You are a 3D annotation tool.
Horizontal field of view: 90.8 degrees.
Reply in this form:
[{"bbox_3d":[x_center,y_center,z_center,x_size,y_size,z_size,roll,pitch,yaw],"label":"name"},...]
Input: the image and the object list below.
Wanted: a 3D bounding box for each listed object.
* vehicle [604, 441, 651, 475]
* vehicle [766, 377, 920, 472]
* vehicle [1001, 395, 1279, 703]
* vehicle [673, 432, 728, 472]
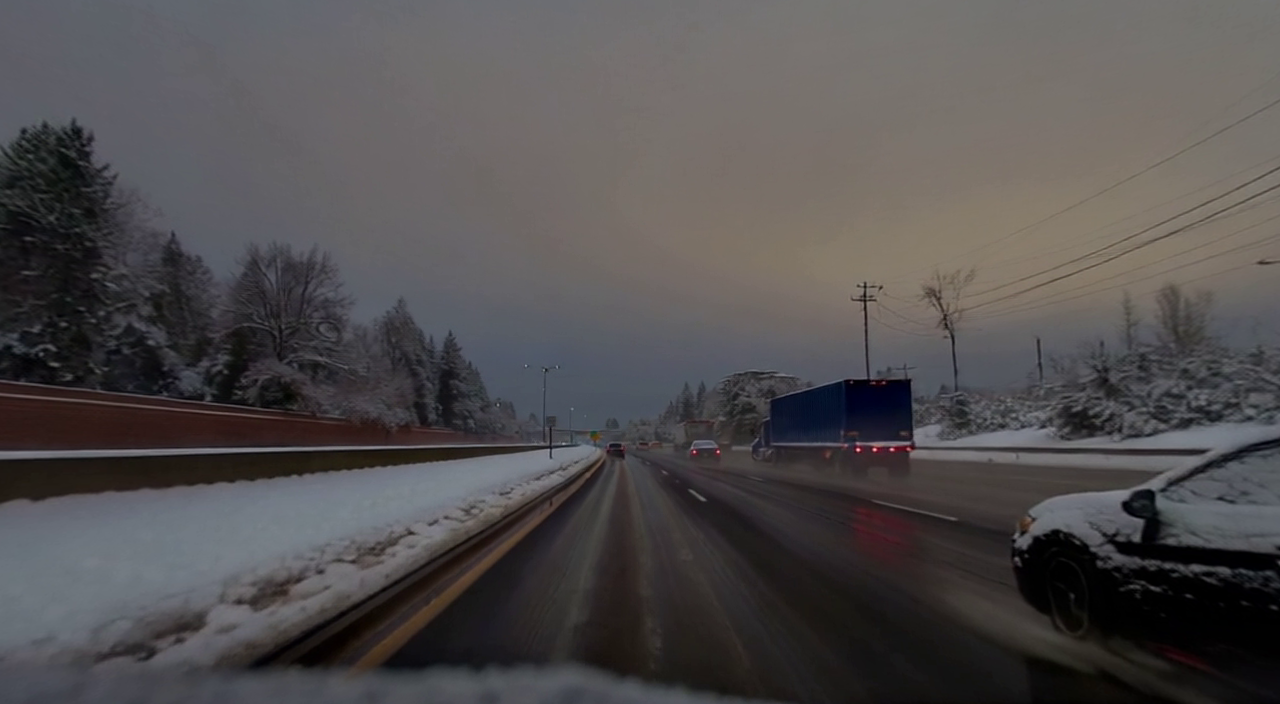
[{"bbox_3d":[-0.619,4.951,29.746,2.083,1.477,3.965,0,-8,-2],"label":"vehicle"},{"bbox_3d":[10.420,4.295,35.358,2.914,4.134,15.553,0,-8,-2],"label":"vehicle"},{"bbox_3d":[3.509,0.873,2.267,1.922,1.465,4.165,0,-8,-1],"label":"vehicle"},{"bbox_3d":[2.959,5.061,32.065,2.114,1.849,4.692,0,-8,-3],"label":"vehicle"}]
